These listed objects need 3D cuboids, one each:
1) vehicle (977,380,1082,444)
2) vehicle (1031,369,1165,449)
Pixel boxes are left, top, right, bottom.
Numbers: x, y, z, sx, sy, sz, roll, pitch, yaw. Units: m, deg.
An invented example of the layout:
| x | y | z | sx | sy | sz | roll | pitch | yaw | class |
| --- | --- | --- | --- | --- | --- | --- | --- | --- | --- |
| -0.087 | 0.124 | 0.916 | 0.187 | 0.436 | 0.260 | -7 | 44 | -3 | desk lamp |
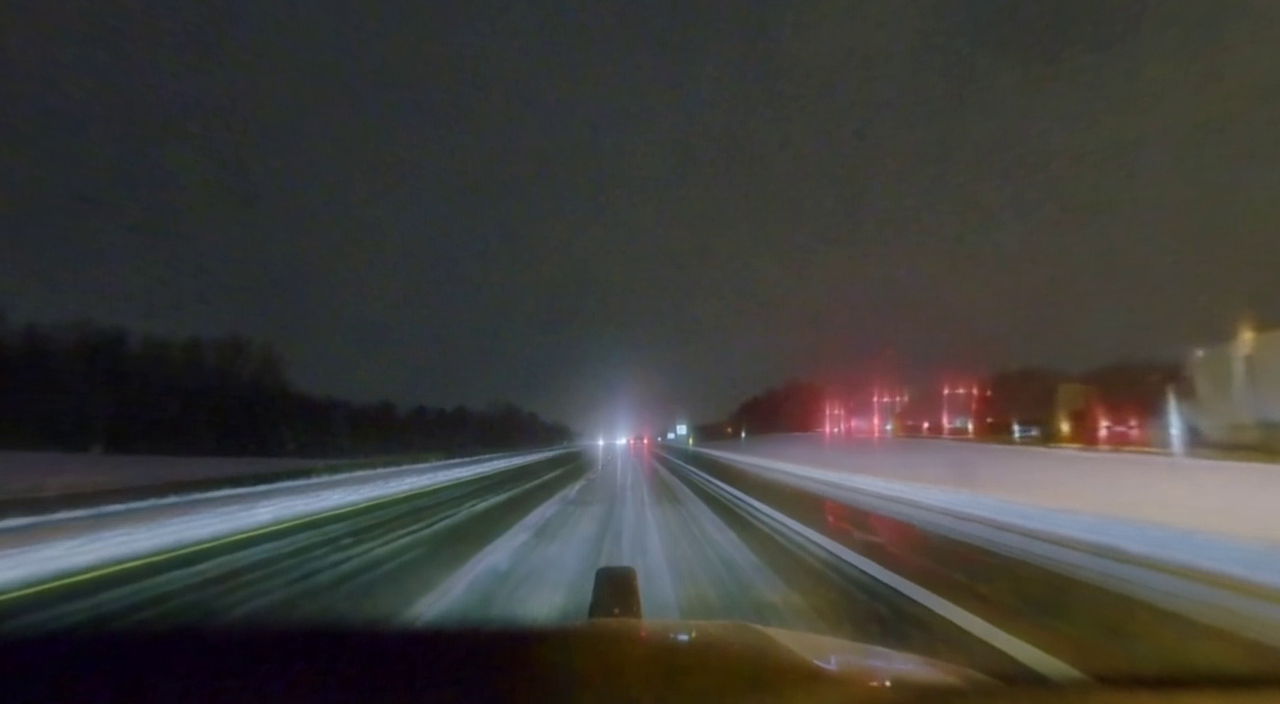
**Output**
| x | y | z | sx | sy | sz | roll | pitch | yaw | class |
| --- | --- | --- | --- | --- | --- | --- | --- | --- | --- |
| 27.821 | 4.550 | 45.791 | 3.106 | 4.073 | 10.350 | -1 | -8 | 13 | vehicle |
| 25.490 | 3.402 | 35.766 | 2.878 | 3.949 | 8.348 | -2 | -8 | 13 | vehicle |
